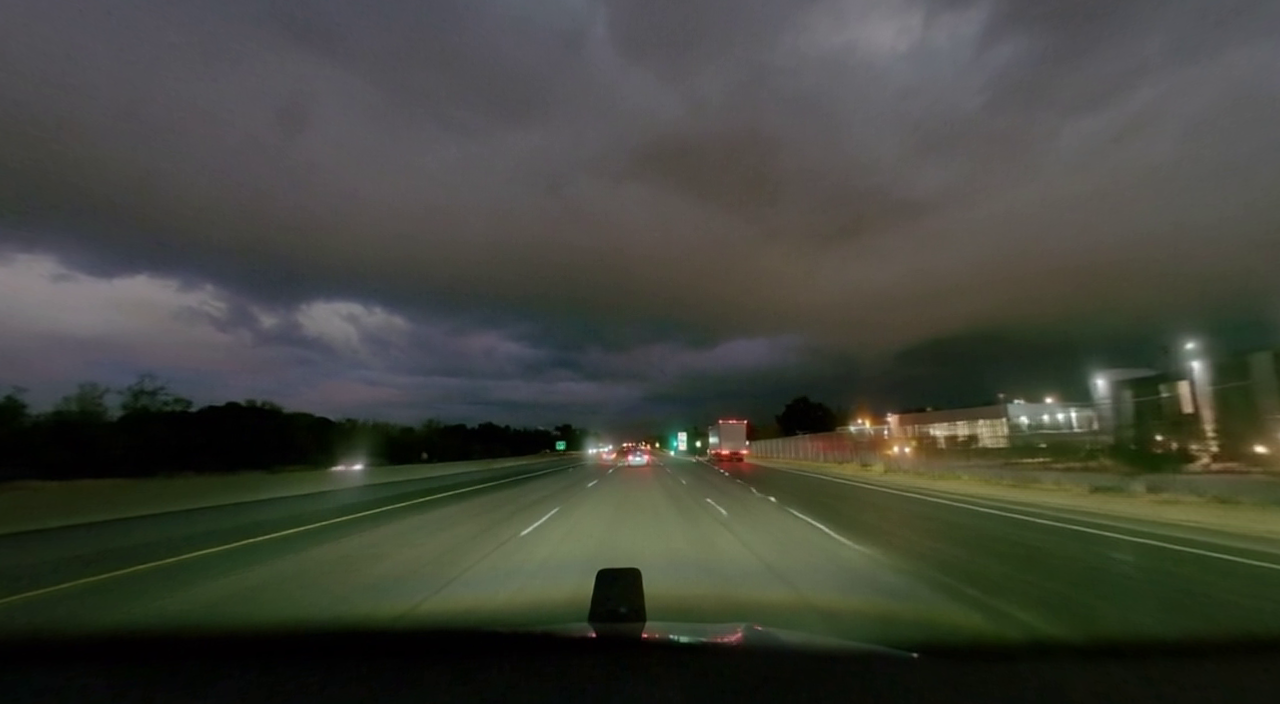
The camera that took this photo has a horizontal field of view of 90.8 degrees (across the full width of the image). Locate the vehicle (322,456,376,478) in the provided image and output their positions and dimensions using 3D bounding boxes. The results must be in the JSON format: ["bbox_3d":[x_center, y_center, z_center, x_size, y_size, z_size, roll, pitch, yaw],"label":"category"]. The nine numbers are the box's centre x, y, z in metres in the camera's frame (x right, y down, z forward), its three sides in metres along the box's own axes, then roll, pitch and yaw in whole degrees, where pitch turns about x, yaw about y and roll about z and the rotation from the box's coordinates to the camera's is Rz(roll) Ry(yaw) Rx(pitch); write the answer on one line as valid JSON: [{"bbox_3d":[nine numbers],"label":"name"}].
[{"bbox_3d":[-20.398,8.069,44.399,1.920,1.418,3.923,0,-9,0],"label":"vehicle"}]
